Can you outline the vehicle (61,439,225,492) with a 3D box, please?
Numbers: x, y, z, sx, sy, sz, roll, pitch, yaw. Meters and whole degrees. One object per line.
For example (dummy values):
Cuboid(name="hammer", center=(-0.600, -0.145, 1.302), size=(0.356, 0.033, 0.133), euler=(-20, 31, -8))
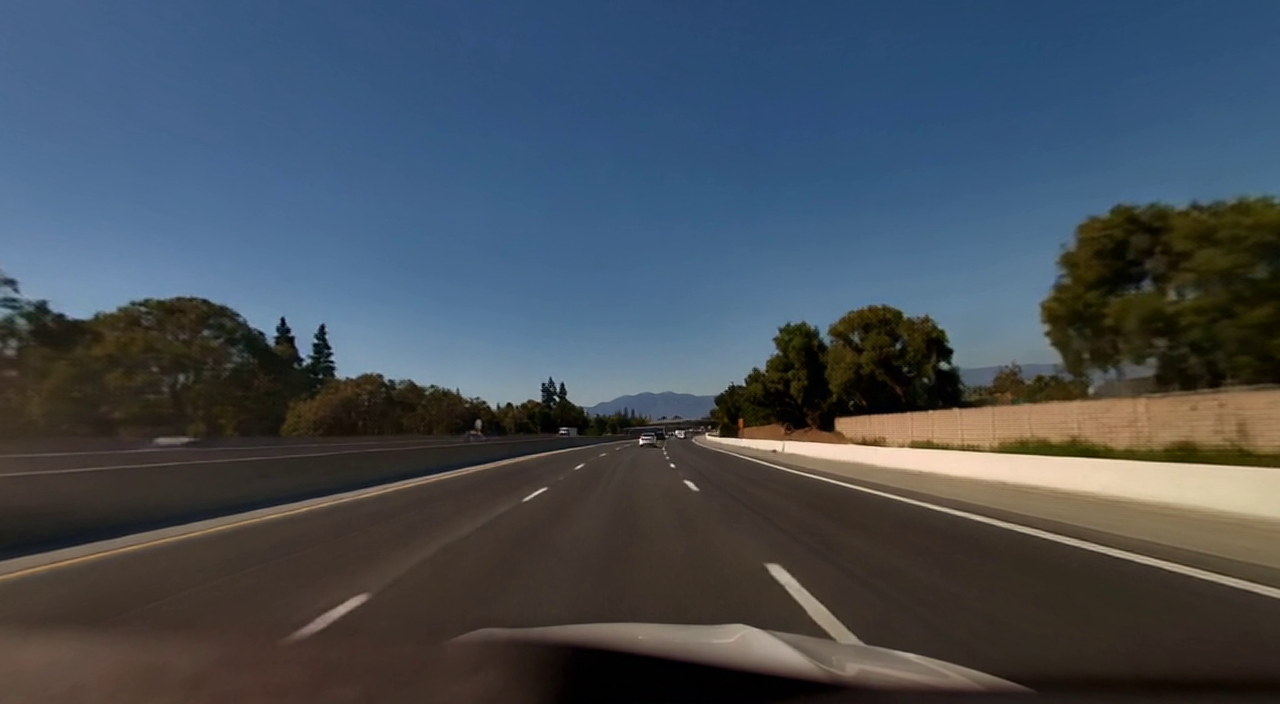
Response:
Cuboid(name="vehicle", center=(-15.297, 3.457, 19.701), size=(1.833, 1.448, 4.087), euler=(0, -8, -1))
